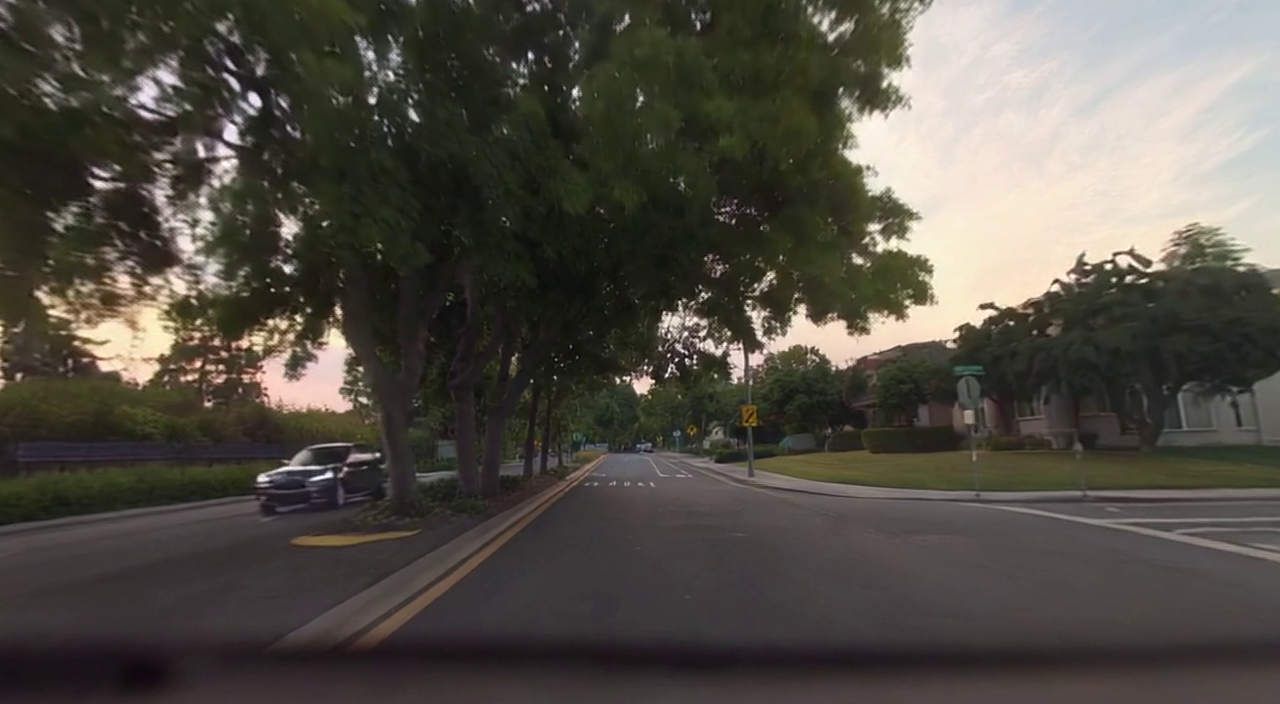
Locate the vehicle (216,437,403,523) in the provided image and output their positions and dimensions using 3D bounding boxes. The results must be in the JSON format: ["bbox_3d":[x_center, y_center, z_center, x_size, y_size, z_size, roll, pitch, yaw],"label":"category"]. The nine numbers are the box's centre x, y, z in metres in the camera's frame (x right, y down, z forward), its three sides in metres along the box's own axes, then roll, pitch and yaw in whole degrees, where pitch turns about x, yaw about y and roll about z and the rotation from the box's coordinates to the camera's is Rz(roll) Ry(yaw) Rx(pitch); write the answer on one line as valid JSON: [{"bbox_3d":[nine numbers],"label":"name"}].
[{"bbox_3d":[-7.259,2.814,14.511,1.994,1.646,4.276,0,-9,0],"label":"vehicle"}]
